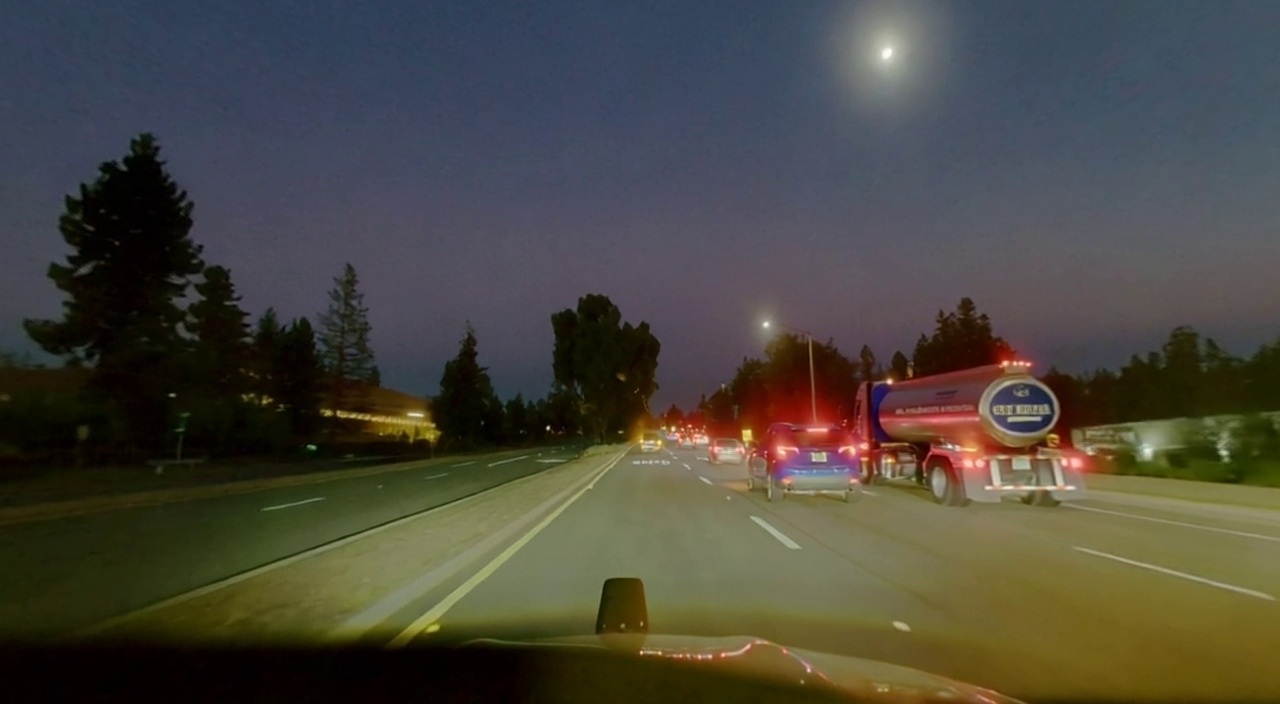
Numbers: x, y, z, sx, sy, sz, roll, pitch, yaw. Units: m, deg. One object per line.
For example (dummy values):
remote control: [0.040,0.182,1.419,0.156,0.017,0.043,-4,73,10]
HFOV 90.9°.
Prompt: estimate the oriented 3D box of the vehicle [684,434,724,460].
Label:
vehicle: [3.843,5.818,38.530,1.917,1.475,4.081,0,-8,-1]

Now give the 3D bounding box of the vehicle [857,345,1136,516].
vehicle: [7.806,1.920,15.092,2.849,3.207,6.275,0,-8,-1]

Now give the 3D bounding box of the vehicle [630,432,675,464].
vehicle: [0.607,4.901,32.295,2.148,1.488,4.002,0,-8,0]

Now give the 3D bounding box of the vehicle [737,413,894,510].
vehicle: [3.517,2.305,13.666,2.045,1.729,4.532,0,-8,-1]
